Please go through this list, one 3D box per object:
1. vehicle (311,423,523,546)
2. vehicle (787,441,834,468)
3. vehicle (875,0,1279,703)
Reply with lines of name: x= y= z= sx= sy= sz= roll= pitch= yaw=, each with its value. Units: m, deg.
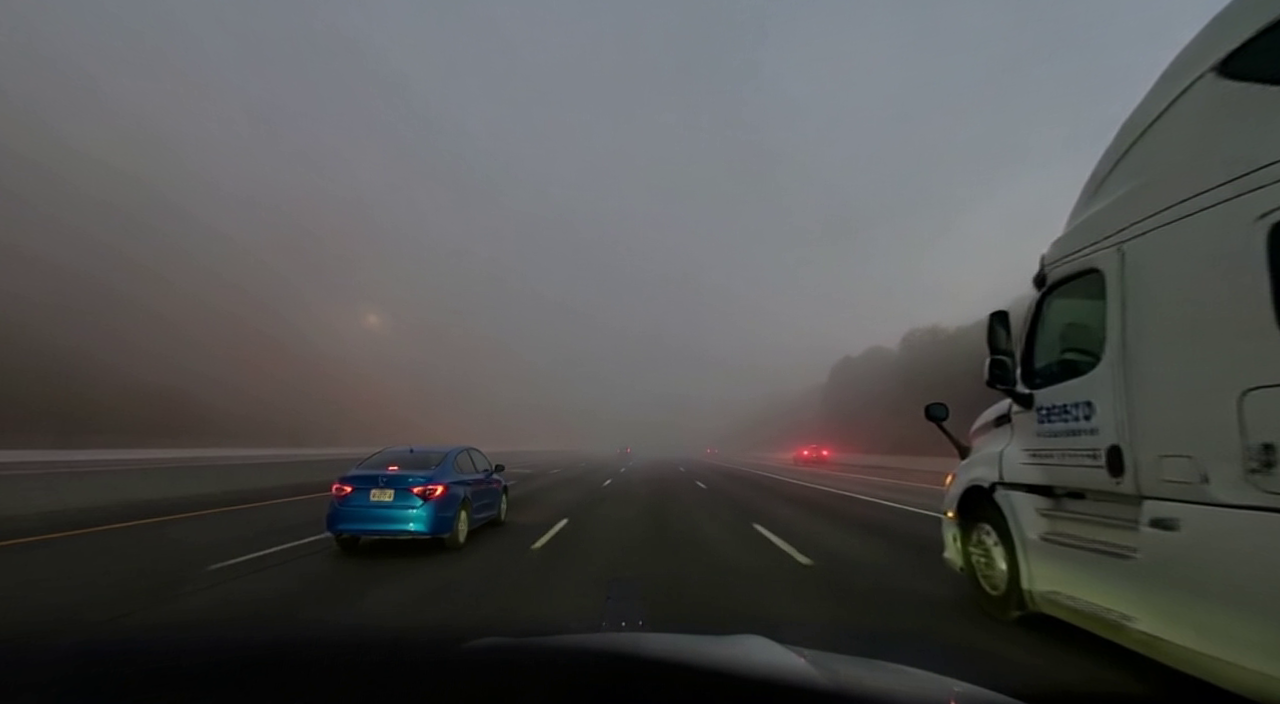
vehicle: x=-3.337 y=2.053 z=10.342 sx=1.967 sy=1.615 sz=3.886 roll=0 pitch=-9 yaw=1
vehicle: x=12.025 y=7.234 z=44.498 sx=2.062 sy=1.736 sz=4.589 roll=0 pitch=-9 yaw=0
vehicle: x=4.056 y=-0.136 z=2.302 sx=3.277 sy=3.871 sz=7.882 roll=0 pitch=-9 yaw=0
